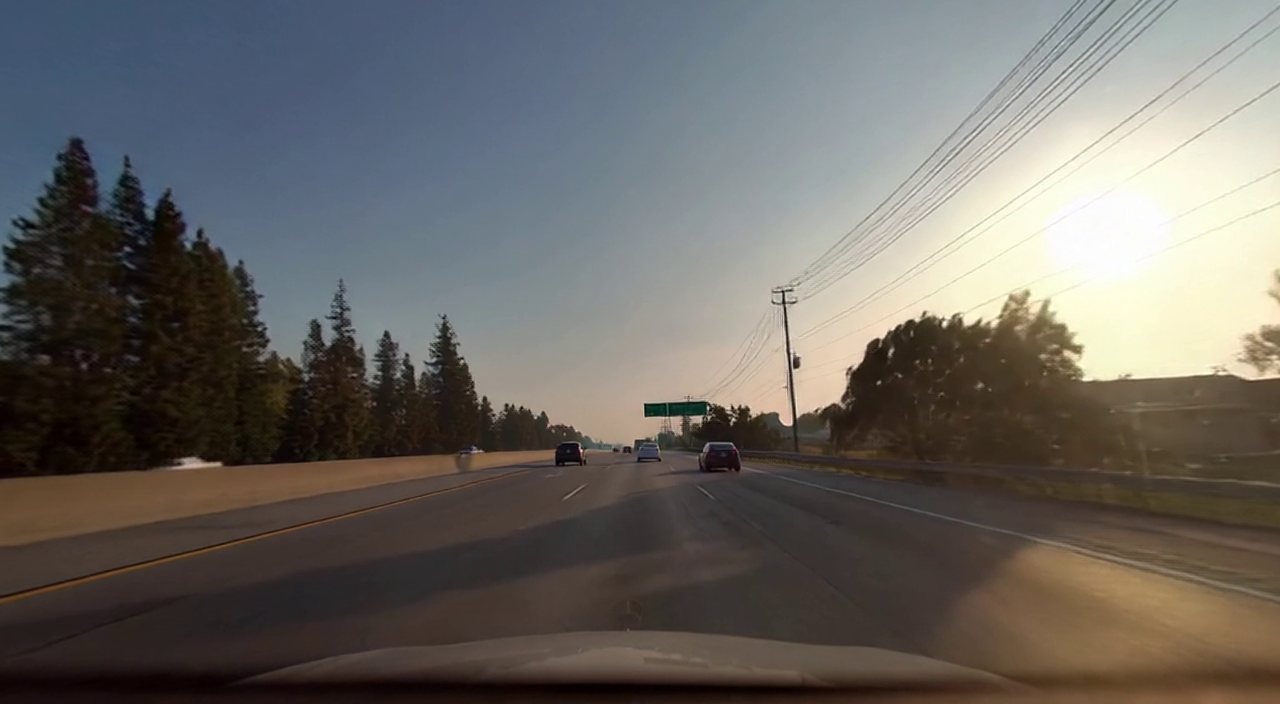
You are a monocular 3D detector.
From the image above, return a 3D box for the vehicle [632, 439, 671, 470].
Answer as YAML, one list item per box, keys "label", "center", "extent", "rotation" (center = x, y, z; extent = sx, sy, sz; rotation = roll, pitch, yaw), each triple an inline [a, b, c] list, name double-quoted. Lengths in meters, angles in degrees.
- label: "vehicle"
  center: [0.593, 5.625, 34.834]
  extent: [2.049, 1.620, 4.153]
  rotation: [0, -8, 0]

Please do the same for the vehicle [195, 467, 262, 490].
- label: "vehicle"
  center: [-31.532, 9.660, 48.456]
  extent: [1.850, 1.517, 4.820]
  rotation: [0, -8, 0]

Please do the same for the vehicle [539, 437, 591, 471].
- label: "vehicle"
  center: [-4.078, 5.669, 35.197]
  extent: [2.217, 1.773, 4.553]
  rotation: [0, -8, 1]

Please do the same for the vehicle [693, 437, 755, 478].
- label: "vehicle"
  center: [3.414, 4.344, 26.247]
  extent: [1.996, 1.579, 3.841]
  rotation: [0, -8, -1]

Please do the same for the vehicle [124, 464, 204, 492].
- label: "vehicle"
  center: [-35.960, 9.483, 47.850]
  extent: [2.088, 1.840, 4.956]
  rotation: [0, -8, 1]
